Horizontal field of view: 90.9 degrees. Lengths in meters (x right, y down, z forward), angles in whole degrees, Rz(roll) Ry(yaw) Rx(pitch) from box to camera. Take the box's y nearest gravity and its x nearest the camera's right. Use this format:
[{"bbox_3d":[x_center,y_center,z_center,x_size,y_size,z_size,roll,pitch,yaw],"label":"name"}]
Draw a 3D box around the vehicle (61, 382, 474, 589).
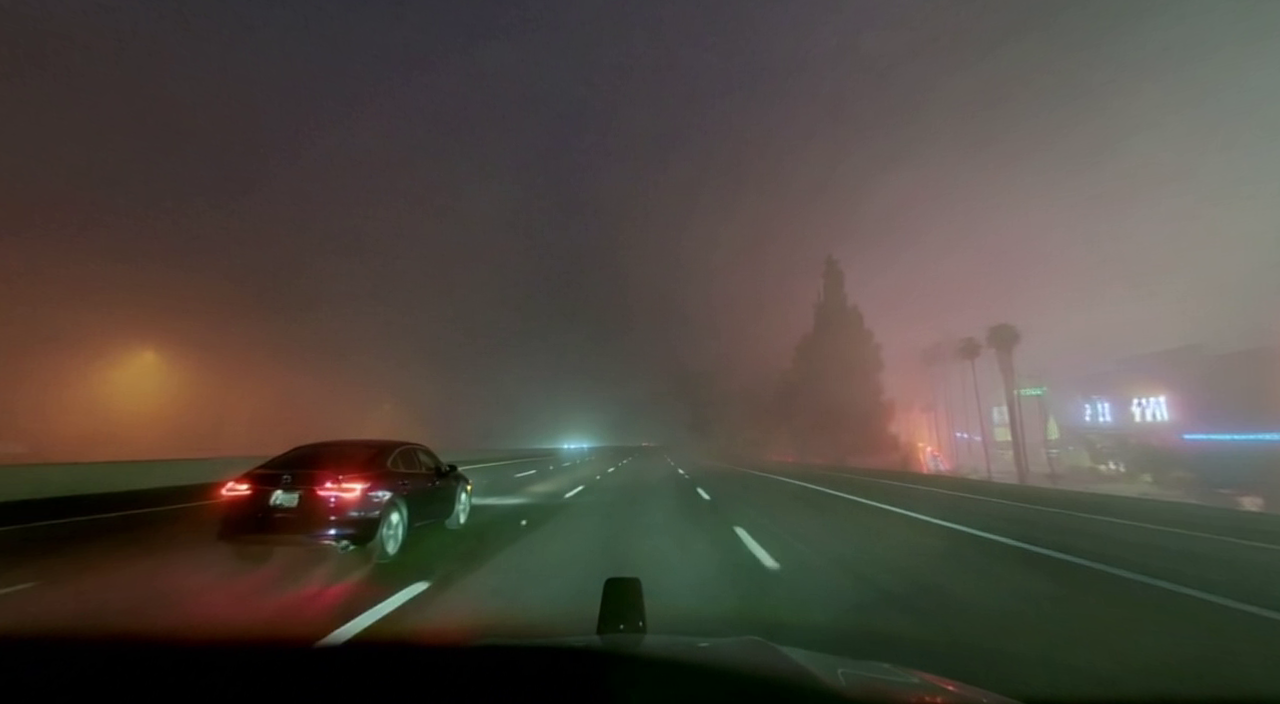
[{"bbox_3d":[-3.915,1.504,7.970,2.145,1.793,4.762,0,-8,2],"label":"vehicle"}]
